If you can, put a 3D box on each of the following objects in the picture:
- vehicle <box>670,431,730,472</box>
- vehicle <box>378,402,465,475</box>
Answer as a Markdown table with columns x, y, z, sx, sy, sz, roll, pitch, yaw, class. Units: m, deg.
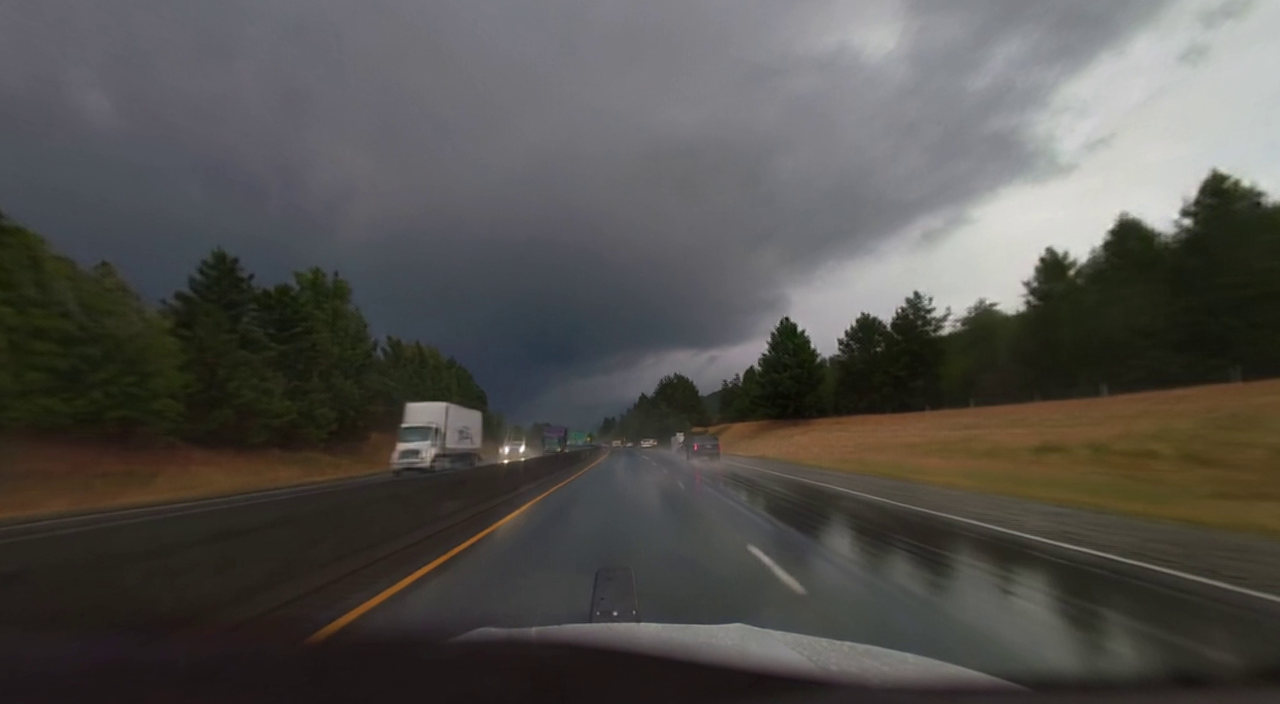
| x | y | z | sx | sy | sz | roll | pitch | yaw | class |
| --- | --- | --- | --- | --- | --- | --- | --- | --- | --- |
| 2.589 | 4.418 | 28.105 | 2.043 | 1.673 | 4.016 | 0 | -8 | -3 | vehicle |
| -12.446 | 5.005 | 36.429 | 3.000 | 3.815 | 5.831 | 0 | -8 | -2 | vehicle |
